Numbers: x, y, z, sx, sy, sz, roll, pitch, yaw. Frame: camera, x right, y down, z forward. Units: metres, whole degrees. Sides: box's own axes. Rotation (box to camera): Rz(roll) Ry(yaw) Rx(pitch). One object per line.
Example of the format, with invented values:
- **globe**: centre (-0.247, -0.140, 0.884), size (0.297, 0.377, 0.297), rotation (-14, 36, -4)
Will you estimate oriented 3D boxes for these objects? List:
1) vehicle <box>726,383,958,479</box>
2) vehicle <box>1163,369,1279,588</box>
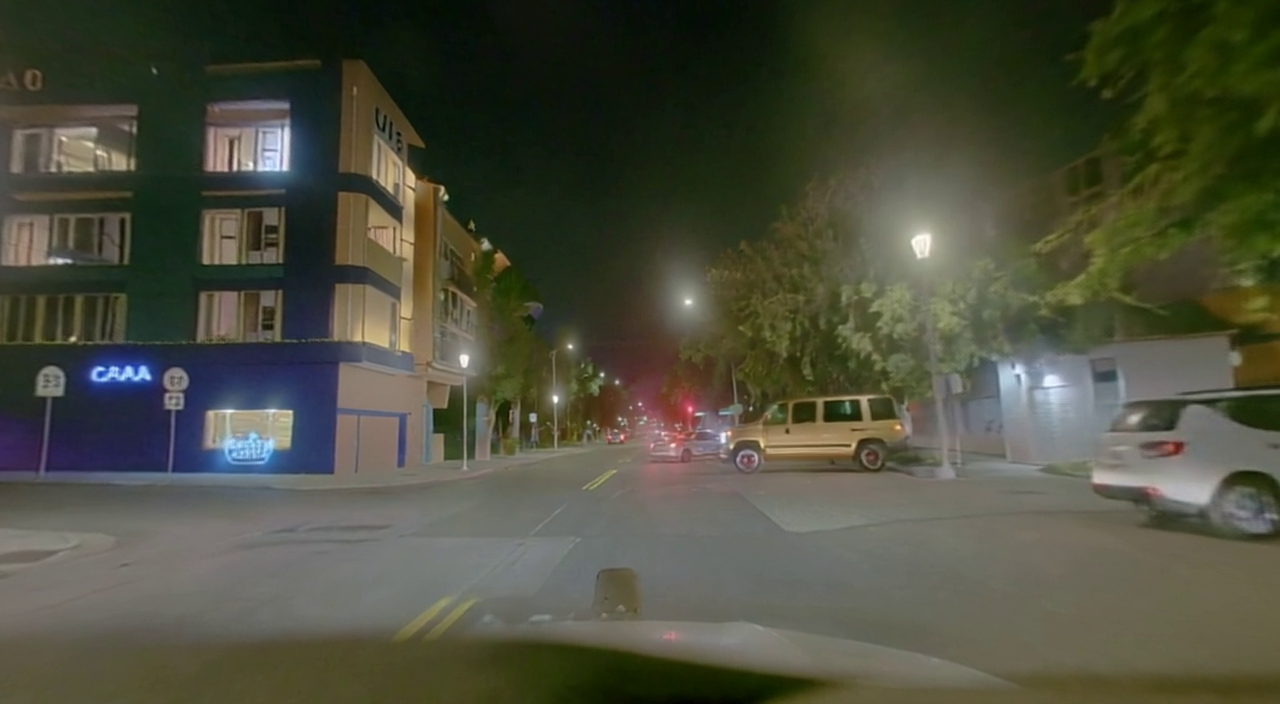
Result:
- **vehicle**: centre (5.919, 2.406, 19.032), size (6.221, 2.498, 2.239), rotation (-5, -10, 35)
- **vehicle**: centre (6.885, 0.684, 4.194), size (4.631, 1.574, 2.073), rotation (-8, -8, 21)
